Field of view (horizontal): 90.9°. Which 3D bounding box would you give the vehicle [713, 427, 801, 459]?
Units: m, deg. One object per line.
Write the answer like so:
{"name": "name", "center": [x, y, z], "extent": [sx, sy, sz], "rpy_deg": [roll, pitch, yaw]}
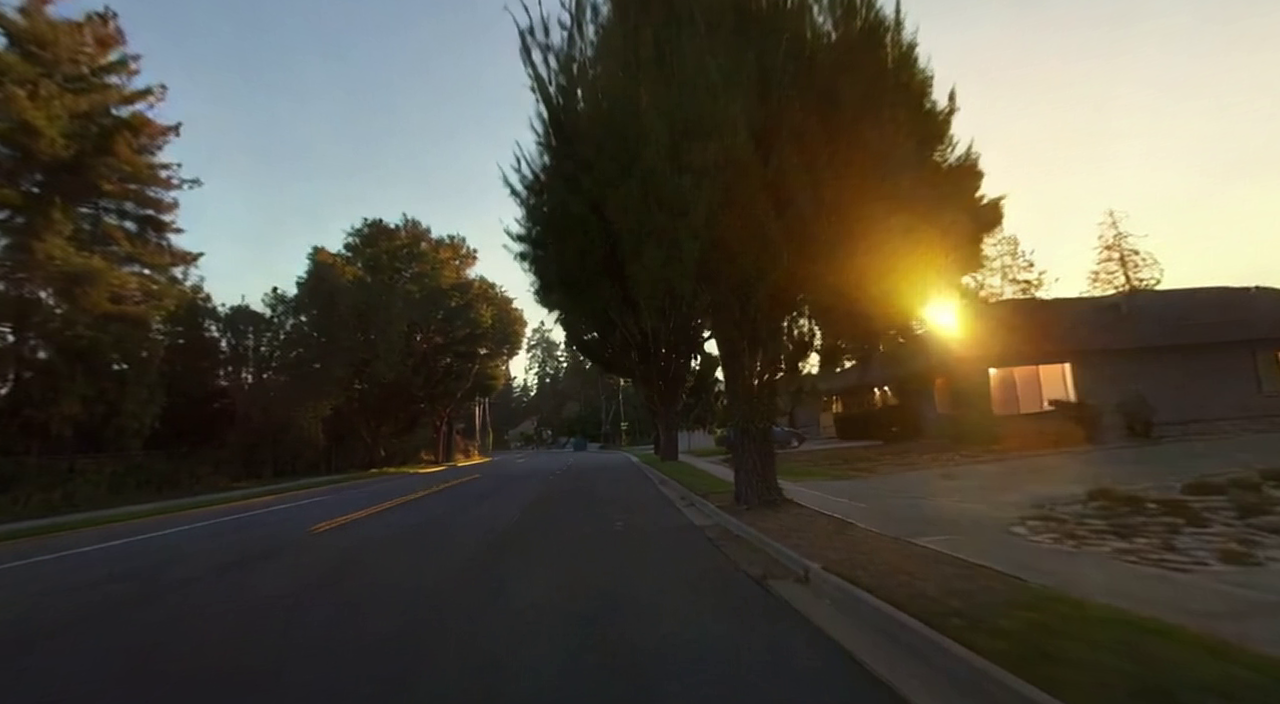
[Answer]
{"name": "vehicle", "center": [6.061, 4.736, 33.006], "extent": [4.153, 1.605, 1.835], "rpy_deg": [0, -8, -5]}
